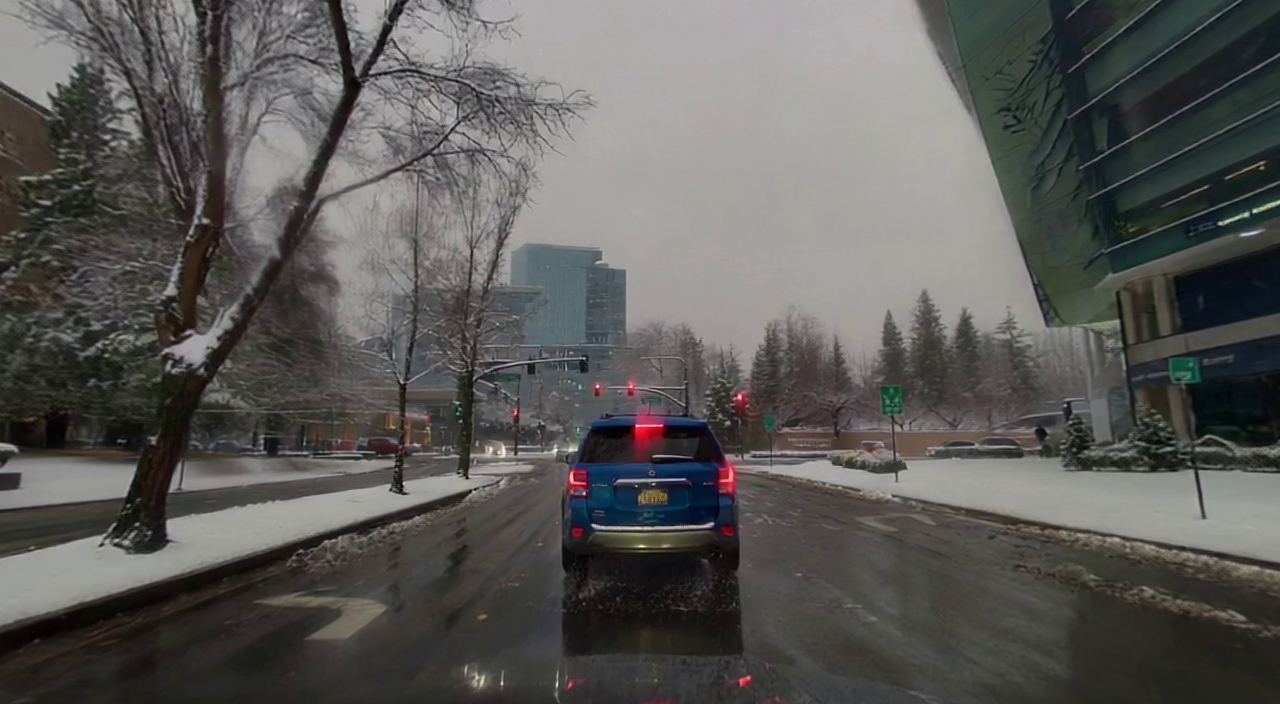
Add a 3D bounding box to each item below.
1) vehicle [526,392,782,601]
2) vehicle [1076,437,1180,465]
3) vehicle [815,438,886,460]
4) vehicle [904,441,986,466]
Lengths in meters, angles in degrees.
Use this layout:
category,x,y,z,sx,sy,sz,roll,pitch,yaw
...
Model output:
category,x,y,z,sx,sy,sz,roll,pitch,yaw
vehicle,0.021,1.526,7.499,2.183,1.765,4.059,0,-9,-3
vehicle,29.816,6.056,38.682,4.571,1.558,2.171,0,-9,-2
vehicle,15.182,7.014,45.700,4.422,1.563,1.751,0,-9,-1
vehicle,18.515,6.151,38.480,4.034,1.448,1.798,0,-9,-3
